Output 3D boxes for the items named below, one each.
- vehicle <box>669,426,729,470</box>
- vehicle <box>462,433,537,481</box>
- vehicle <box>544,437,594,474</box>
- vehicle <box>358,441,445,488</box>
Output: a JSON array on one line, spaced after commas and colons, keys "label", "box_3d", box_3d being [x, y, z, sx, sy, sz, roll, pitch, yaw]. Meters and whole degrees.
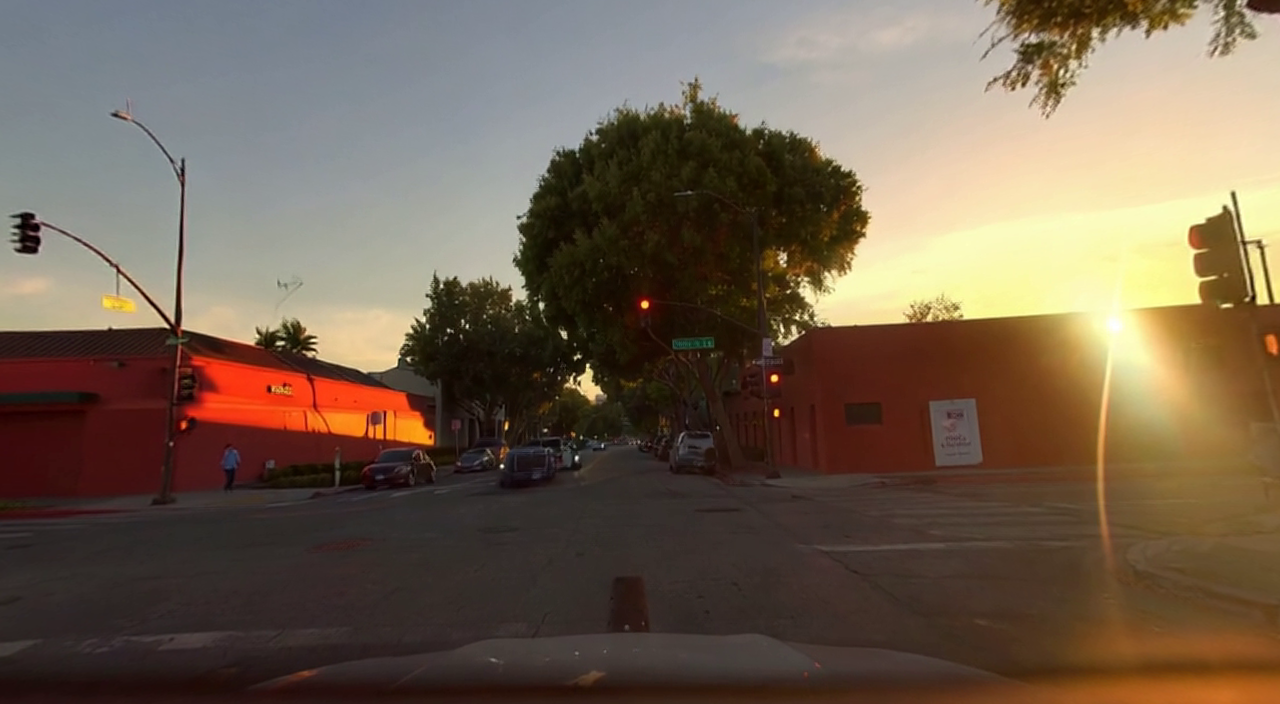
[{"label": "vehicle", "box_3d": [3.085, 5.178, 34.093, 2.557, 2.188, 5.164, 0, -8, -2]}, {"label": "vehicle", "box_3d": [-5.980, 4.509, 27.501, 2.242, 1.887, 4.924, 0, -8, -2]}, {"label": "vehicle", "box_3d": [-3.288, 4.860, 29.808, 2.033, 1.596, 4.142, 0, -8, -2]}, {"label": "vehicle", "box_3d": [-9.911, 4.664, 26.620, 2.216, 1.804, 4.526, 1, -8, -5]}]
